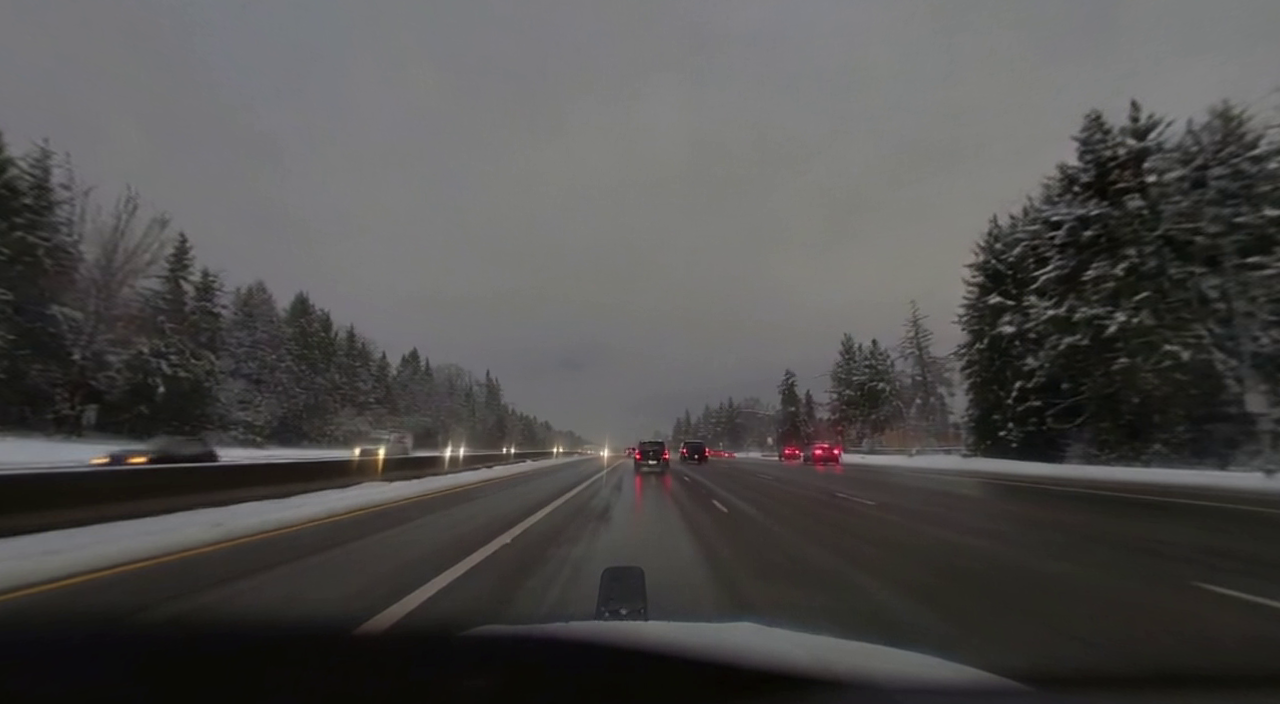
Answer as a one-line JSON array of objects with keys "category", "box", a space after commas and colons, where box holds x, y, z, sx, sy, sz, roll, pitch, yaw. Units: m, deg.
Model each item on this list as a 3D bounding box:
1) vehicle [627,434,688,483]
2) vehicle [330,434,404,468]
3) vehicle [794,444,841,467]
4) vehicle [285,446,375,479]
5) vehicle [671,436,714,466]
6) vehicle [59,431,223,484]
[{"category": "vehicle", "box": [0.573, 4.137, 24.720, 2.105, 1.711, 4.293, 0, -8, -2]}, {"category": "vehicle", "box": [-18.206, 6.640, 42.478, 2.375, 2.048, 5.835, 0, -8, 0]}, {"category": "vehicle", "box": [11.917, 6.976, 42.608, 1.872, 1.459, 4.502, 0, -8, 1]}, {"category": "vehicle", "box": [-14.045, 5.008, 28.917, 1.853, 1.369, 4.413, 0, -8, 1]}, {"category": "vehicle", "box": [3.683, 7.144, 45.555, 2.505, 2.020, 5.532, 0, -8, -1]}, {"category": "vehicle", "box": [-18.424, 3.920, 23.694, 2.118, 1.761, 4.873, 0, -8, 0]}]
